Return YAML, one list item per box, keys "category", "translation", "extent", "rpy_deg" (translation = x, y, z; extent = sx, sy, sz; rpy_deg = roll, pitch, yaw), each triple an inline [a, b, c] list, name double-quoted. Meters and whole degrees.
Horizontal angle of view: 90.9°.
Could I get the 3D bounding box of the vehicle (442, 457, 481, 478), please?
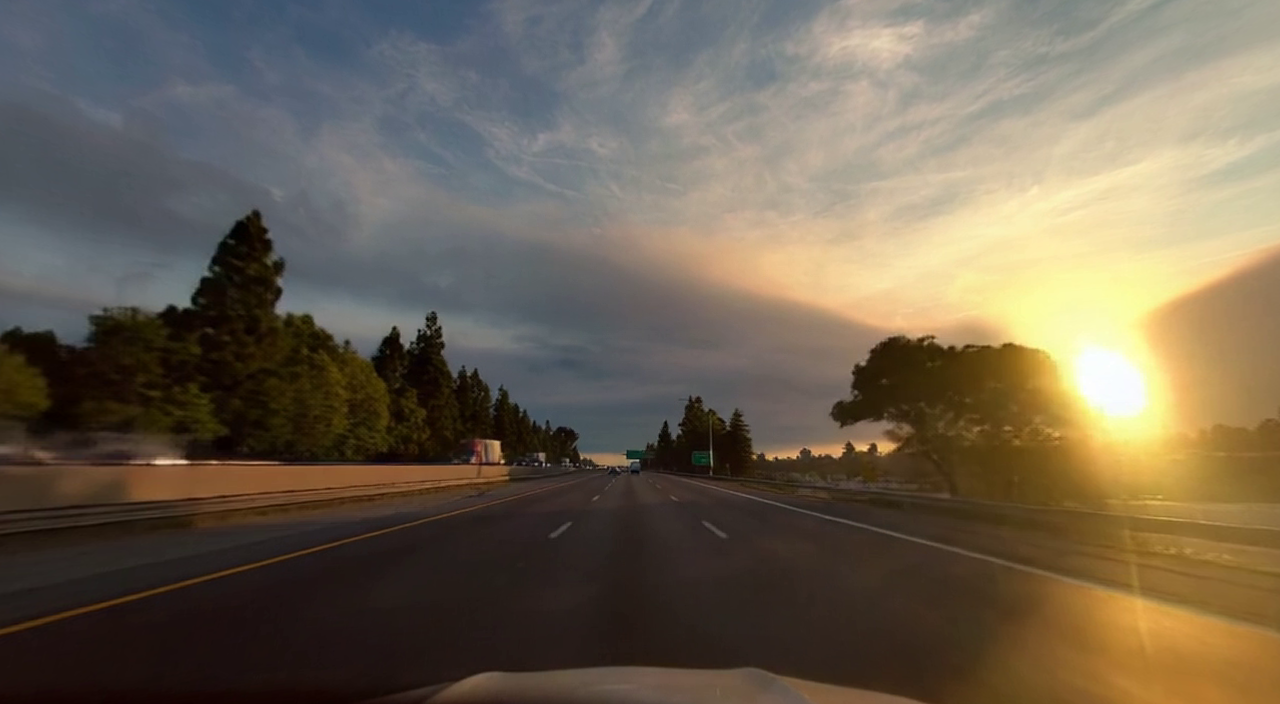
- category: "vehicle"
  translation: [-12.738, 8.298, 45.250]
  extent: [1.760, 1.422, 3.593]
  rpy_deg: [1, -10, -1]
